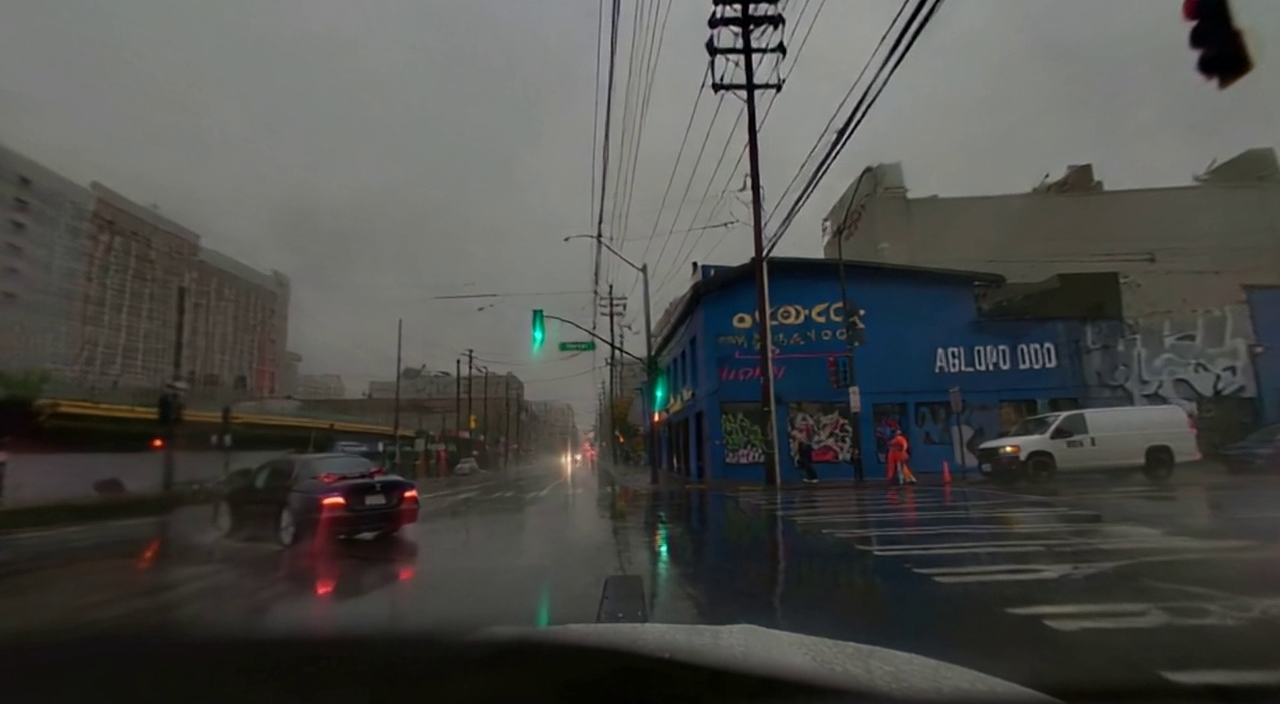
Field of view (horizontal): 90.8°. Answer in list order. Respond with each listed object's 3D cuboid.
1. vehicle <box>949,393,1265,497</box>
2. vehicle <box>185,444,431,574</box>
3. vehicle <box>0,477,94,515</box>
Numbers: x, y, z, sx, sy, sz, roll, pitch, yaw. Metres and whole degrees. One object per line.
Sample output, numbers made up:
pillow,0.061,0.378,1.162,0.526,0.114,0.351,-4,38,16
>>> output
vehicle,9.747,1.967,13.525,4.970,1.972,2.372,1,-9,-6
vehicle,-5.186,2.157,9.569,2.097,1.457,4.439,8,-12,-42
vehicle,-25.402,6.023,26.547,3.301,1.369,1.644,-1,-9,-5
